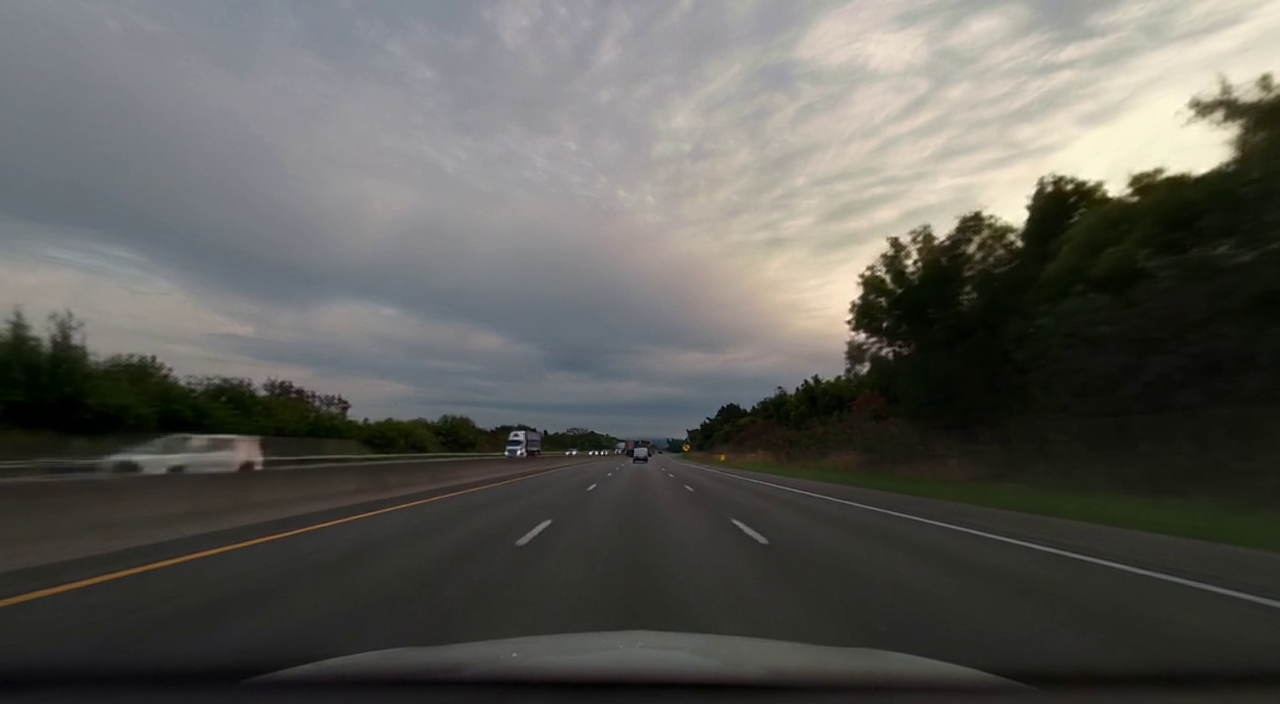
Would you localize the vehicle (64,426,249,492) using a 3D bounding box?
[{"bbox_3d":[-15.169,3.408,20.239,2.039,1.831,4.817,0,-9,0],"label":"vehicle"}]
